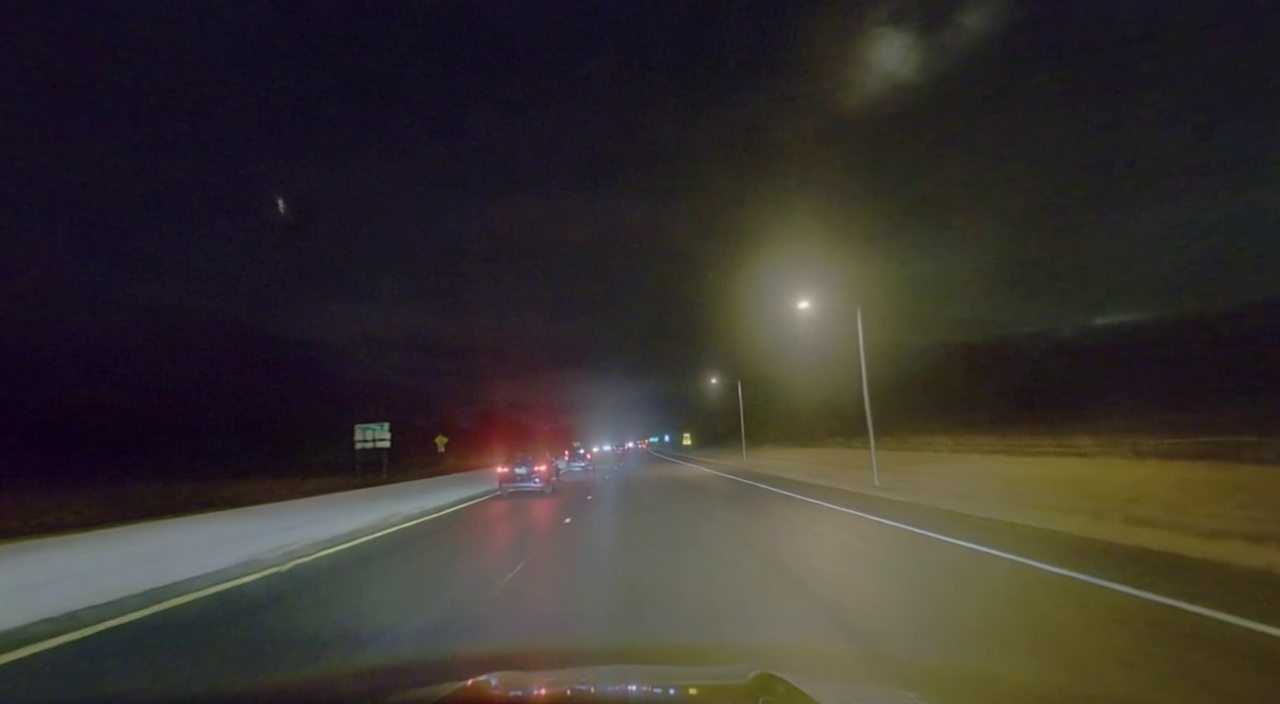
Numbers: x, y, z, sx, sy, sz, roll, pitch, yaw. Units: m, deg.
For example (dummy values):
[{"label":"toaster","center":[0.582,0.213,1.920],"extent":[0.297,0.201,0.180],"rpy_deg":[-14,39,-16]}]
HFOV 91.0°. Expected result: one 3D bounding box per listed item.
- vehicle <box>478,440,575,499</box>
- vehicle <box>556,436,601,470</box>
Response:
[{"label":"vehicle","center":[-3.249,3.487,19.048],"extent":[2.044,1.527,4.607],"rpy_deg":[-1,-9,1]},{"label":"vehicle","center":[-3.630,6.065,37.920],"extent":[2.177,1.852,4.427],"rpy_deg":[-1,-9,1]}]
